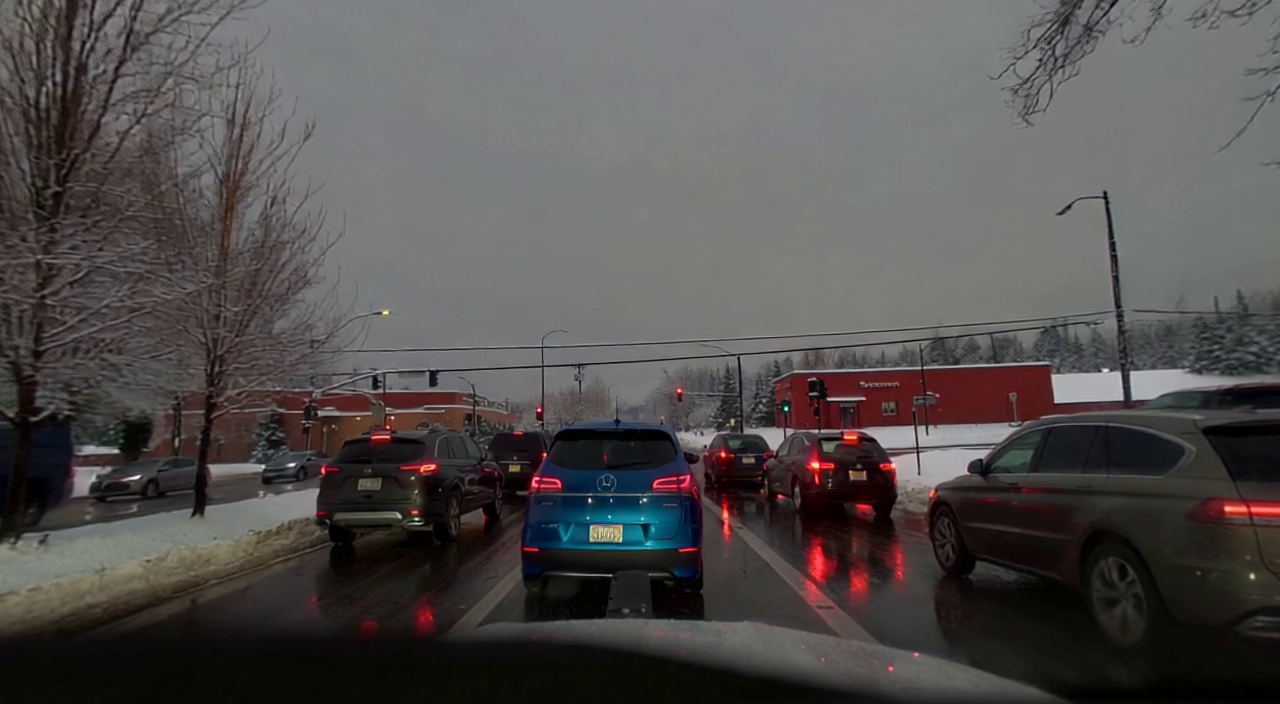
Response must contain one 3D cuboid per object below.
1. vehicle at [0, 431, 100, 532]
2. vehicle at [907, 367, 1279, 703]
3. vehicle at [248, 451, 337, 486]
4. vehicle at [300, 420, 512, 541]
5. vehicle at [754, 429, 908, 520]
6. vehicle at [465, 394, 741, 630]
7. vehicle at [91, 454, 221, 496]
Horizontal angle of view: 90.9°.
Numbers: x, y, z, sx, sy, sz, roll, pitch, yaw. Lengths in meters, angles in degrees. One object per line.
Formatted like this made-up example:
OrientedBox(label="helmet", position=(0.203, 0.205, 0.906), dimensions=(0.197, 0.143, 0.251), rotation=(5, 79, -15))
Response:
OrientedBox(label="vehicle", position=(-12.203, 2.203, 10.635), dimensions=(1.966, 1.757, 4.622), rotation=(0, -8, 2))
OrientedBox(label="vehicle", position=(4.156, 1.264, 5.379), dimensions=(2.014, 1.740, 4.515), rotation=(0, -8, 4))
OrientedBox(label="vehicle", position=(-15.703, 5.251, 28.756), dimensions=(1.774, 1.468, 3.863), rotation=(0, -8, 1))
OrientedBox(label="vehicle", position=(-3.759, 2.143, 11.152), dimensions=(2.012, 1.701, 4.316), rotation=(0, -8, 1))
OrientedBox(label="vehicle", position=(3.682, 2.423, 12.960), dimensions=(1.847, 1.554, 3.885), rotation=(0, -8, -2))
OrientedBox(label="vehicle", position=(-0.163, 1.470, 6.736), dimensions=(2.022, 1.700, 4.084), rotation=(0, -8, 3))
OrientedBox(label="vehicle", position=(-19.763, 5.015, 26.042), dimensions=(1.821, 1.503, 4.384), rotation=(0, -8, 0))
